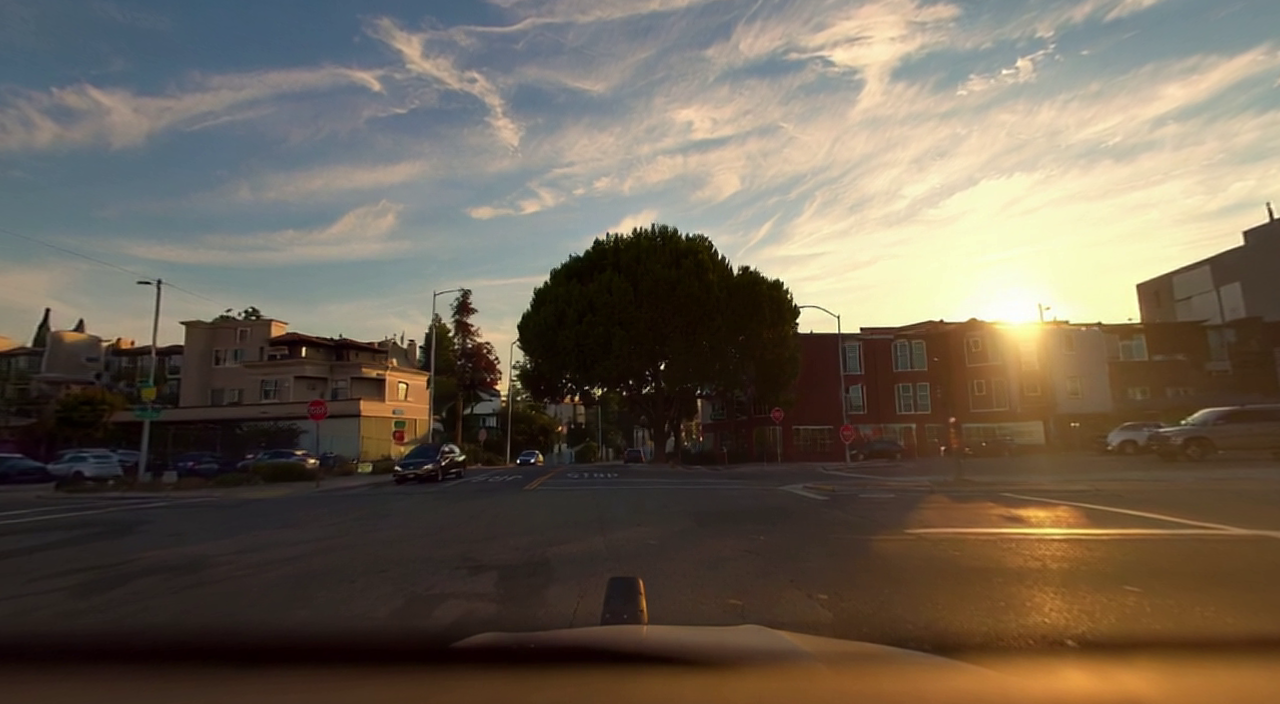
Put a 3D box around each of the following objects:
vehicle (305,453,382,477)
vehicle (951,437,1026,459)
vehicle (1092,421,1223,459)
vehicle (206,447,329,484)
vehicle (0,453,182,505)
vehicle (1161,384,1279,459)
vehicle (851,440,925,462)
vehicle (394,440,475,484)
[{"bbox_3d":[-20.277,7.739,43.222,4.277,1.527,1.987,0,-8,-3],"label":"vehicle"},{"bbox_3d":[25.403,7.002,46.014,4.323,1.507,1.896,0,-8,-4],"label":"vehicle"},{"bbox_3d":[28.847,4.909,35.256,5.277,2.032,2.408,1,-7,-4],"label":"vehicle"},{"bbox_3d":[-17.789,5.375,30.311,2.010,1.583,4.582,-6,-10,34],"label":"vehicle"},{"bbox_3d":[-16.621,3.820,19.101,4.233,1.432,1.755,-1,-8,5],"label":"vehicle"},{"bbox_3d":[33.109,3.566,32.209,10.986,3.604,2.707,0,-10,-6],"label":"vehicle"},{"bbox_3d":[17.874,7.117,45.529,4.528,1.458,1.939,1,-7,-4],"label":"vehicle"},{"bbox_3d":[-8.714,4.674,27.205,2.156,1.620,4.945,0,-7,-4],"label":"vehicle"}]
